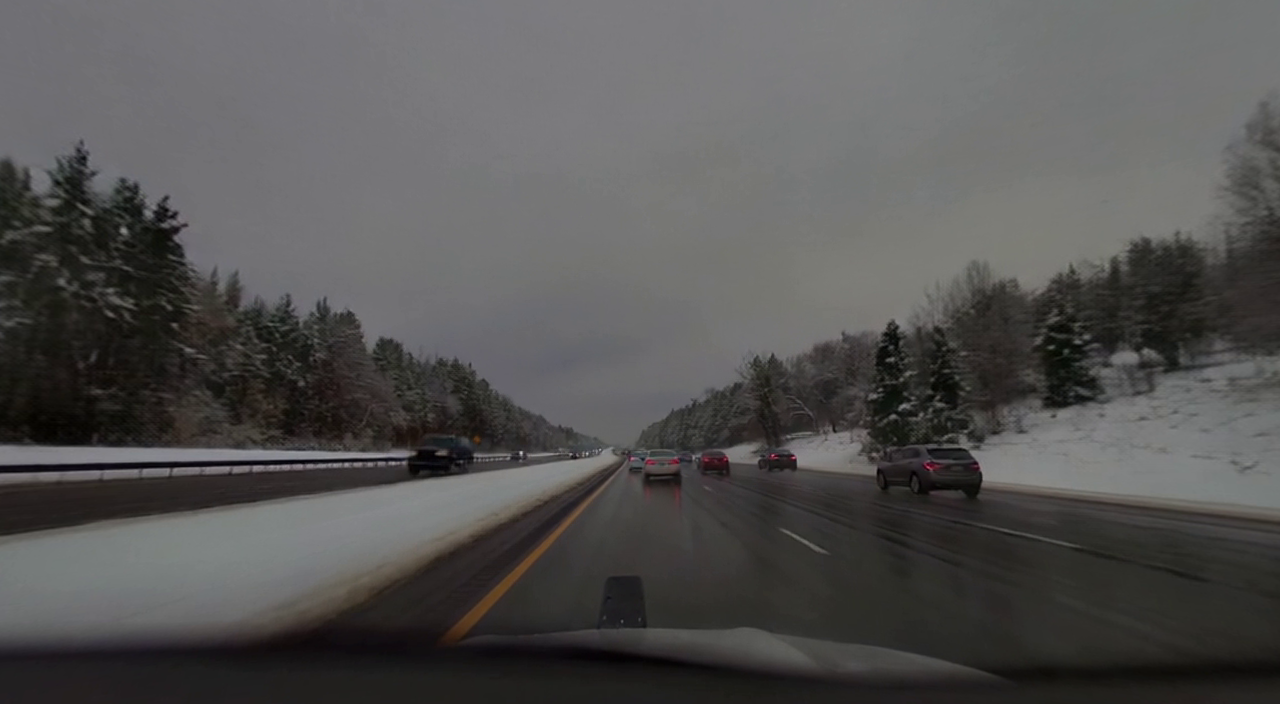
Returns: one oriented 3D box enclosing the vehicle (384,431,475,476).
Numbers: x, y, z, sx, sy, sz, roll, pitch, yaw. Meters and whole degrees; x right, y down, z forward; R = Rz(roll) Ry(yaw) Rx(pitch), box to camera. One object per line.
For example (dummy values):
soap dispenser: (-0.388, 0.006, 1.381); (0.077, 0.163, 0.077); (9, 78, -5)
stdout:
vehicle: (-8.470, 4.145, 25.863); (2.039, 1.648, 4.621); (-1, -9, 1)

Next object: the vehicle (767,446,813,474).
vehicle: (9.264, 6.696, 39.238); (1.957, 1.594, 3.632); (0, -9, 0)

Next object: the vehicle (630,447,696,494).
vehicle: (0.722, 3.971, 21.378); (2.020, 1.426, 3.702); (0, -9, 0)

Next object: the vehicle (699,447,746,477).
vehicle: (4.469, 6.023, 34.748); (1.981, 1.518, 4.029); (0, -9, 0)

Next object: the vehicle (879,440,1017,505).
vehicle: (8.261, 3.249, 17.336); (1.847, 1.554, 3.752); (0, -9, -1)
